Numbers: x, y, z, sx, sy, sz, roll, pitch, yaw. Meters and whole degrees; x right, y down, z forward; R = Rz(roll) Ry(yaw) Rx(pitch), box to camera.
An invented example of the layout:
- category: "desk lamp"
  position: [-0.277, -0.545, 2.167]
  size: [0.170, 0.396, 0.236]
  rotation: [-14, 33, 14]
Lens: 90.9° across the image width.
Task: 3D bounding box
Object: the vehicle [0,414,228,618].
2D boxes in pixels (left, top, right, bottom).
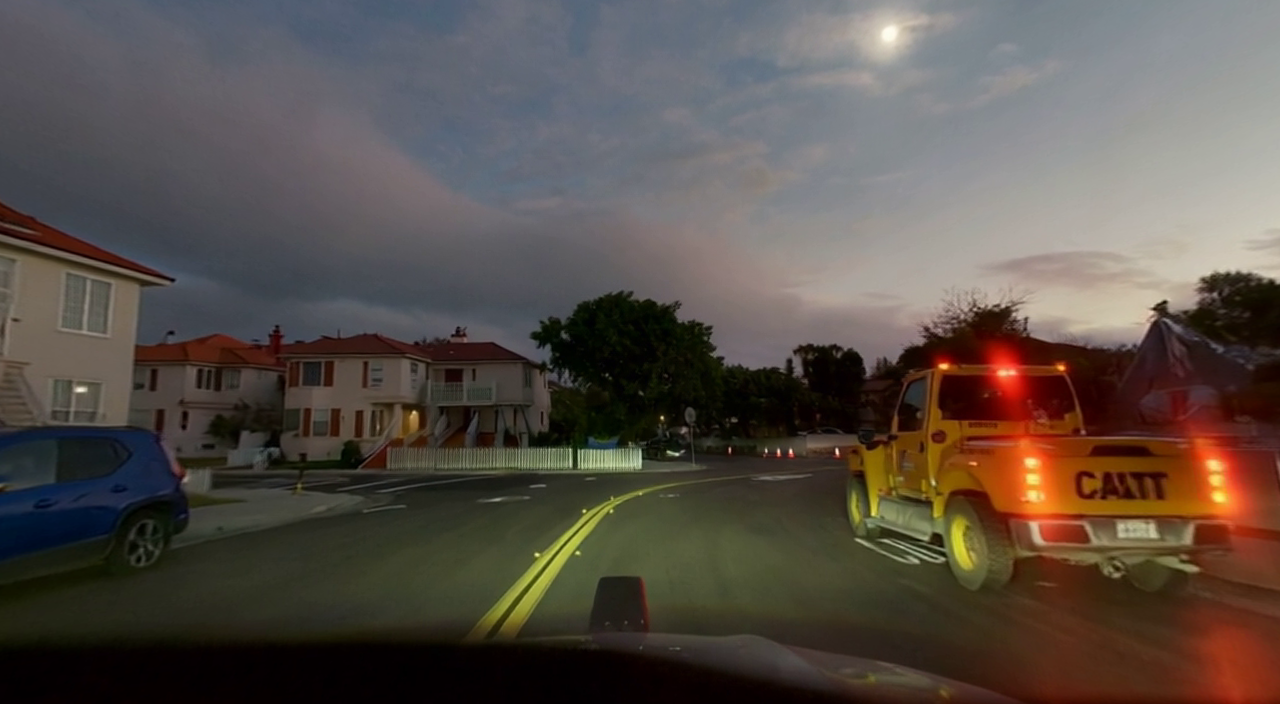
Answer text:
- category: "vehicle"
  position: [-6.704, 1.510, 6.018]
  size: [2.220, 1.765, 4.799]
  rotation: [0, -8, 1]

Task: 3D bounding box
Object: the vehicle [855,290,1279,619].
- category: "vehicle"
  position: [4.355, 1.045, 6.891]
  size: [2.501, 2.613, 3.505]
  rotation: [0, -9, -4]

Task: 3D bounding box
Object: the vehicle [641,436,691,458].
- category: "vehicle"
  position: [1.940, 7.237, 47.967]
  size: [3.629, 1.578, 1.802]
  rotation: [0, -8, -1]
